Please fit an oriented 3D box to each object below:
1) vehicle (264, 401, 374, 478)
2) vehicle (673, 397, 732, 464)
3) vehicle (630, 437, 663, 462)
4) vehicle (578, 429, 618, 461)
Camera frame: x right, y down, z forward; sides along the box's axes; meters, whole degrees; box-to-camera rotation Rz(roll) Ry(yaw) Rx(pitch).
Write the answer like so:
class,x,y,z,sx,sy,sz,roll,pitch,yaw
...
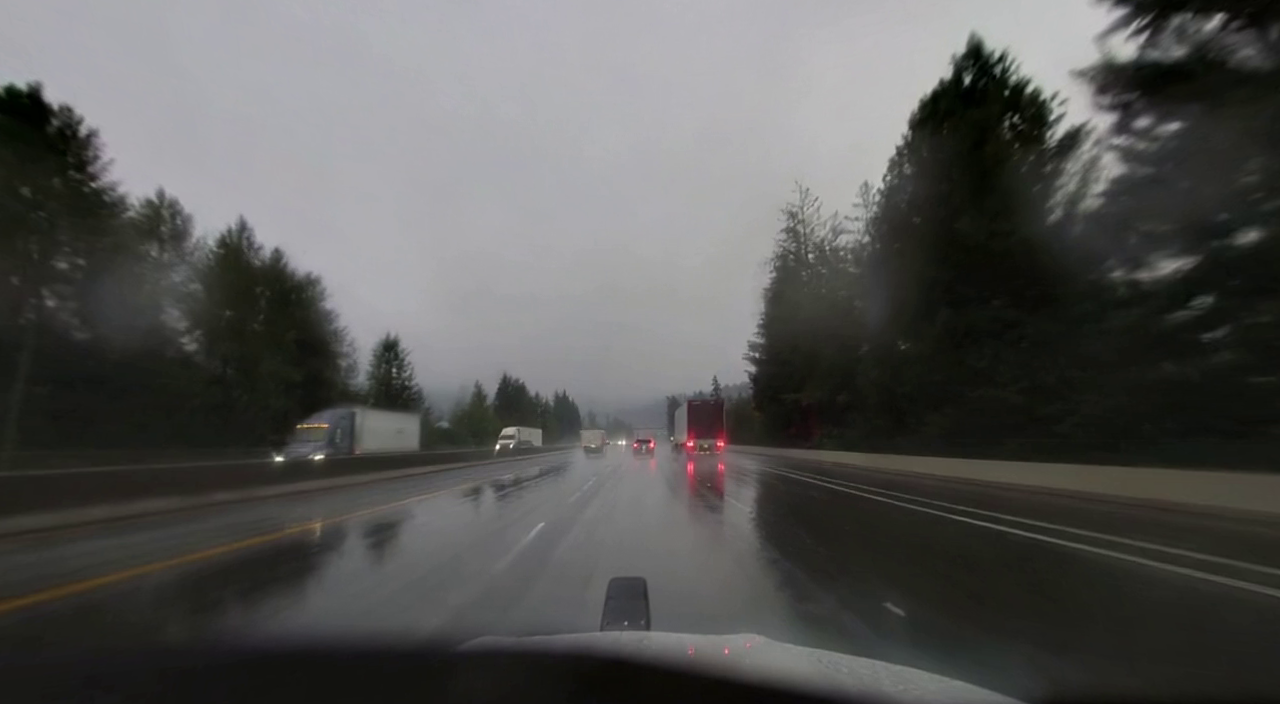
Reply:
class,x,y,z,sx,sy,sz,roll,pitch,yaw
vehicle,-18.493,5.083,36.776,3.006,4.066,6.254,0,-8,0
vehicle,4.339,5.936,46.902,3.005,4.131,14.221,1,-8,0
vehicle,0.395,6.659,43.169,2.139,1.607,4.034,0,-8,-1
vehicle,-2.808,6.382,43.221,2.247,2.039,5.008,-1,-8,3
